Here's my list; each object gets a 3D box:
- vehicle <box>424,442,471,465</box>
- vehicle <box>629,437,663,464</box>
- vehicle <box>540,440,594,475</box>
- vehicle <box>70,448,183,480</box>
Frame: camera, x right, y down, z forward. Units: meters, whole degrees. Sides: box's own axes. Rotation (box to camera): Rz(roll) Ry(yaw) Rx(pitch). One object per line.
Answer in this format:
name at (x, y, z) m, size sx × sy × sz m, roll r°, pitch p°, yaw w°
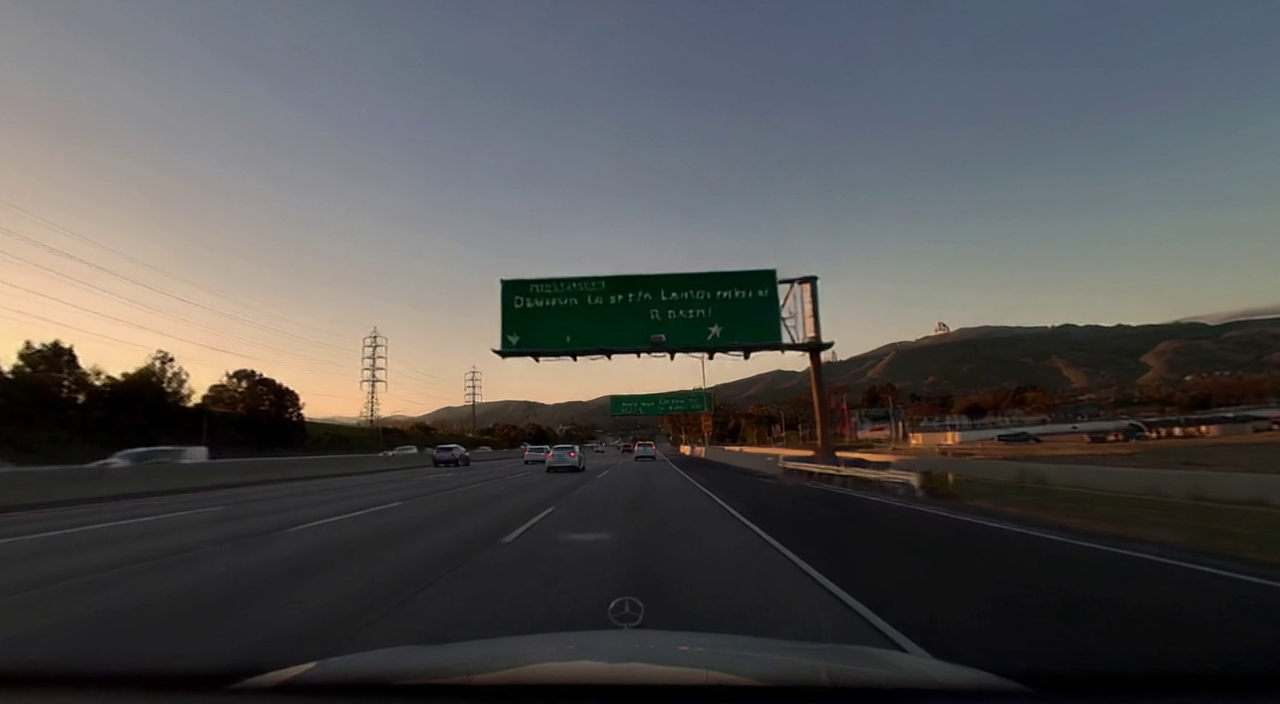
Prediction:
vehicle at (-14.277, 7.505, 46.993) m, size 2.047 × 1.608 × 4.257 m, roll 0°, pitch -8°, yaw 1°
vehicle at (0.389, 6.821, 43.728) m, size 2.194 × 1.737 × 4.127 m, roll 0°, pitch -8°, yaw 0°
vehicle at (-3.392, 5.013, 30.252) m, size 1.967 × 1.517 × 4.808 m, roll 0°, pitch -8°, yaw 1°
vehicle at (-28.071, 6.122, 34.738) m, size 1.976 × 1.549 × 5.017 m, roll 0°, pitch -8°, yaw 1°
